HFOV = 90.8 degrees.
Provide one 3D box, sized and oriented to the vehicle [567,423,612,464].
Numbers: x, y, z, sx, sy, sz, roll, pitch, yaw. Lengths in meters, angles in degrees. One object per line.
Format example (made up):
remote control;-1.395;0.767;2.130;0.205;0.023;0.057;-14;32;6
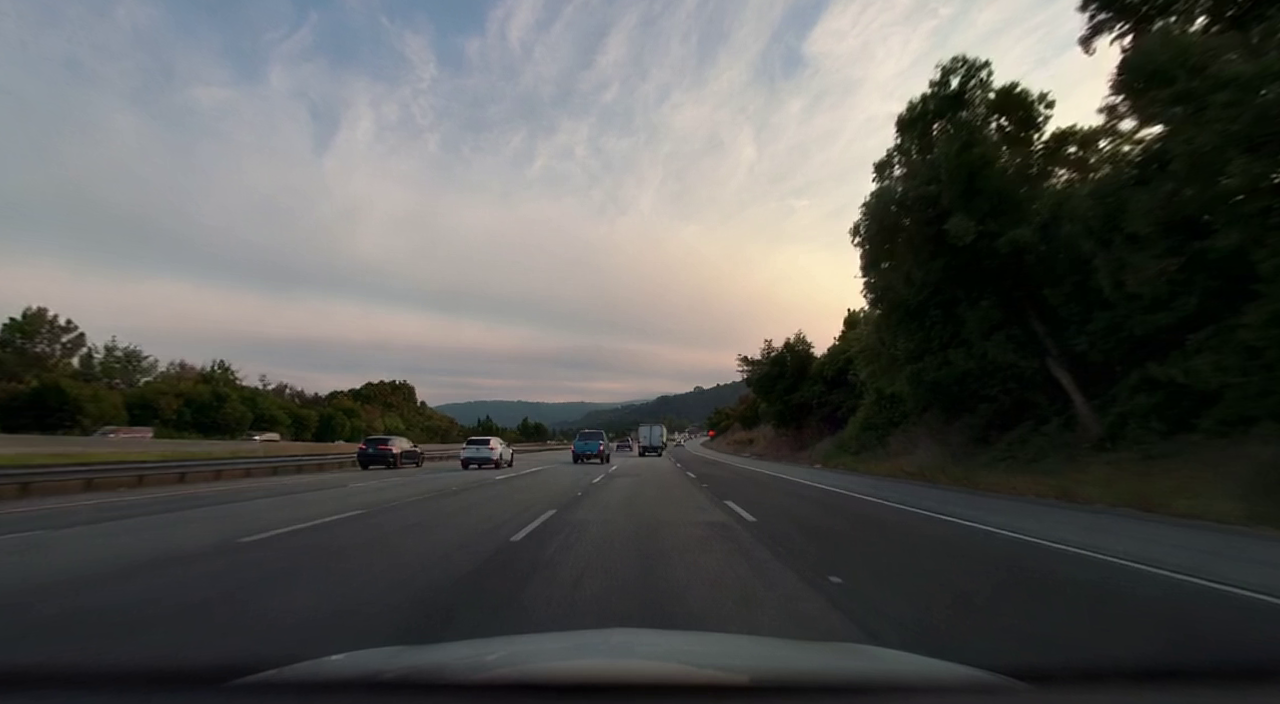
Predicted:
vehicle;-3.241;6.039;41.760;2.328;2.519;5.238;0;-8;3

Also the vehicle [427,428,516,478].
vehicle;-6.826;4.171;26.258;2.206;1.838;4.889;0;-8;1

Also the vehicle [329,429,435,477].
vehicle;-10.700;4.250;26.775;2.080;1.777;5.450;0;-8;1

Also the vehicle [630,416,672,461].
vehicle;0.759;6.114;44.427;2.768;2.854;6.757;0;-8;1
